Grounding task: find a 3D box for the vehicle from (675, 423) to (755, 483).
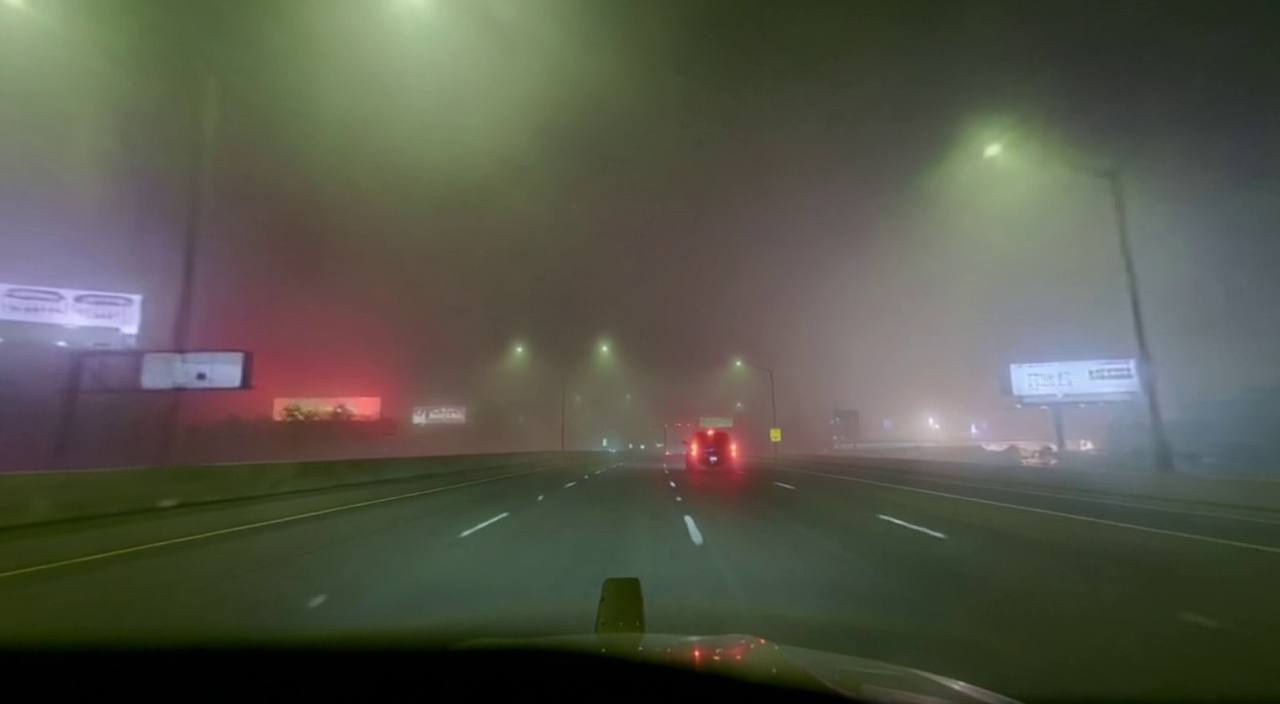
[{"bbox_3d":[2.899,4.170,26.171,2.740,2.157,6.300,-1,-9,2],"label":"vehicle"}]
